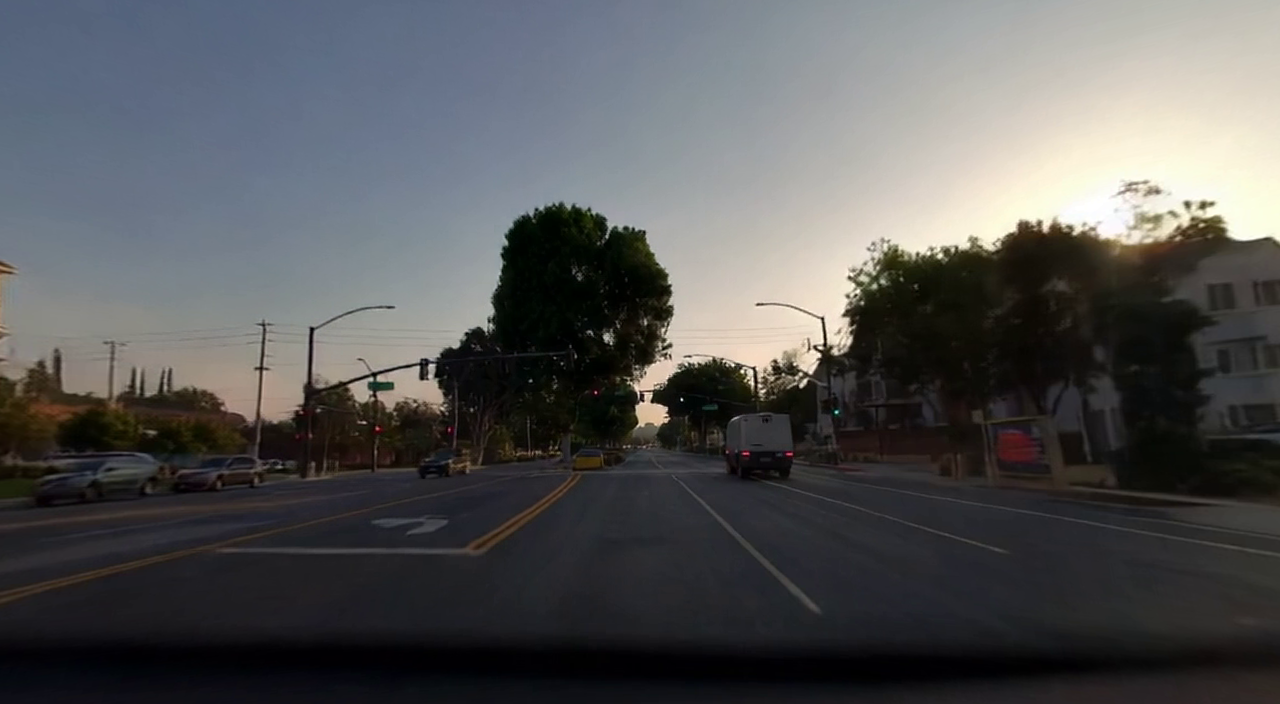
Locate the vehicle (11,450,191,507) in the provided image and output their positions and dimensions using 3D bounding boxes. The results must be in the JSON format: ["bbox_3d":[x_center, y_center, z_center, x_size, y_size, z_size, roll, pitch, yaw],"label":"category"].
[{"bbox_3d":[-18.334,4.266,21.796,2.097,1.733,4.527,0,-9,2],"label":"vehicle"}]

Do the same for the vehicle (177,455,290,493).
[{"bbox_3d":[-18.233,5.445,28.574,1.901,1.513,4.795,0,-9,1],"label":"vehicle"}]

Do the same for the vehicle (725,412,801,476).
[{"bbox_3d":[6.732,5.206,35.689,2.802,3.208,7.459,0,-9,0],"label":"vehicle"}]

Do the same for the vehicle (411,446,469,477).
[{"bbox_3d":[-11.790,6.473,37.447,2.098,1.704,4.313,0,-9,-1],"label":"vehicle"}]
